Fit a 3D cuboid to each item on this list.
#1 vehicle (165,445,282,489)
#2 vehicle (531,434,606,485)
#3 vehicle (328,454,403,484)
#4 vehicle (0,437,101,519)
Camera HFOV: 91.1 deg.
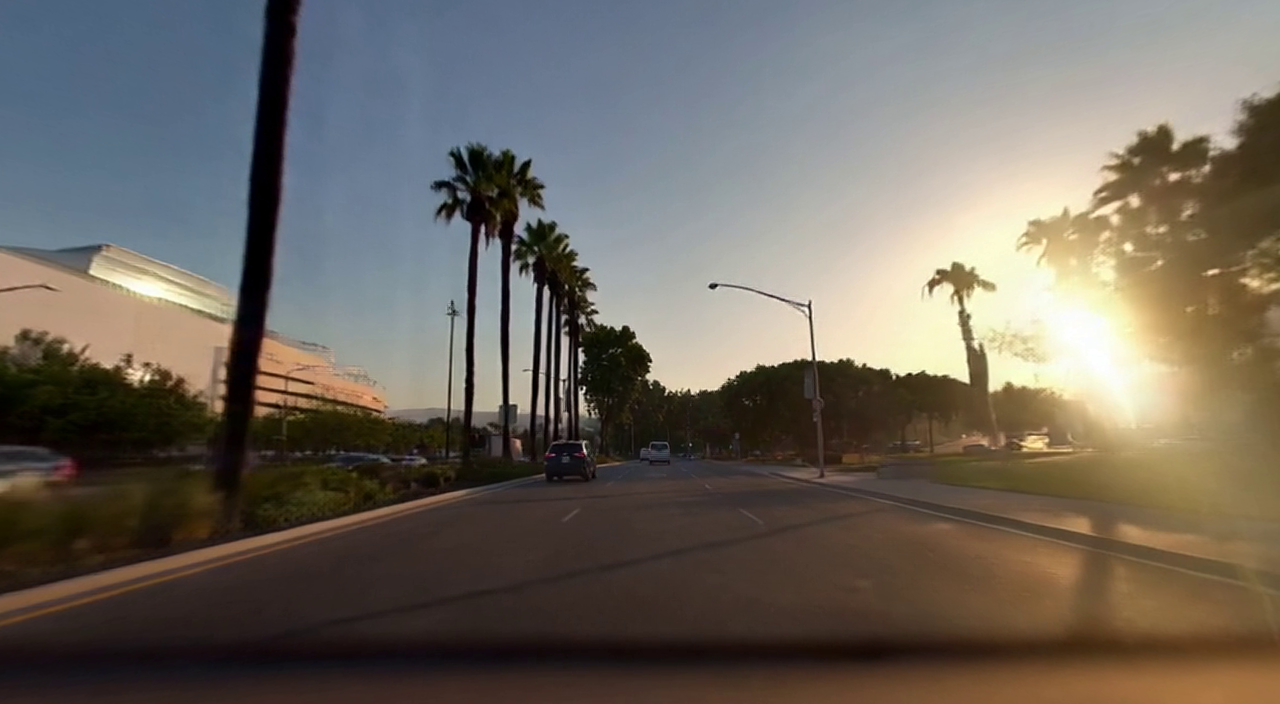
[{"bbox_3d":[-20.212,5.564,30.792,2.146,1.913,4.993,0,-8,2],"label":"vehicle"},{"bbox_3d":[-2.732,4.273,25.305,2.188,1.819,4.667,-1,-8,4],"label":"vehicle"},{"bbox_3d":[-15.678,6.702,36.185,2.195,1.559,4.362,0,-8,3],"label":"vehicle"},{"bbox_3d":[-16.281,3.034,15.188,2.142,1.913,4.745,0,-8,2],"label":"vehicle"}]
